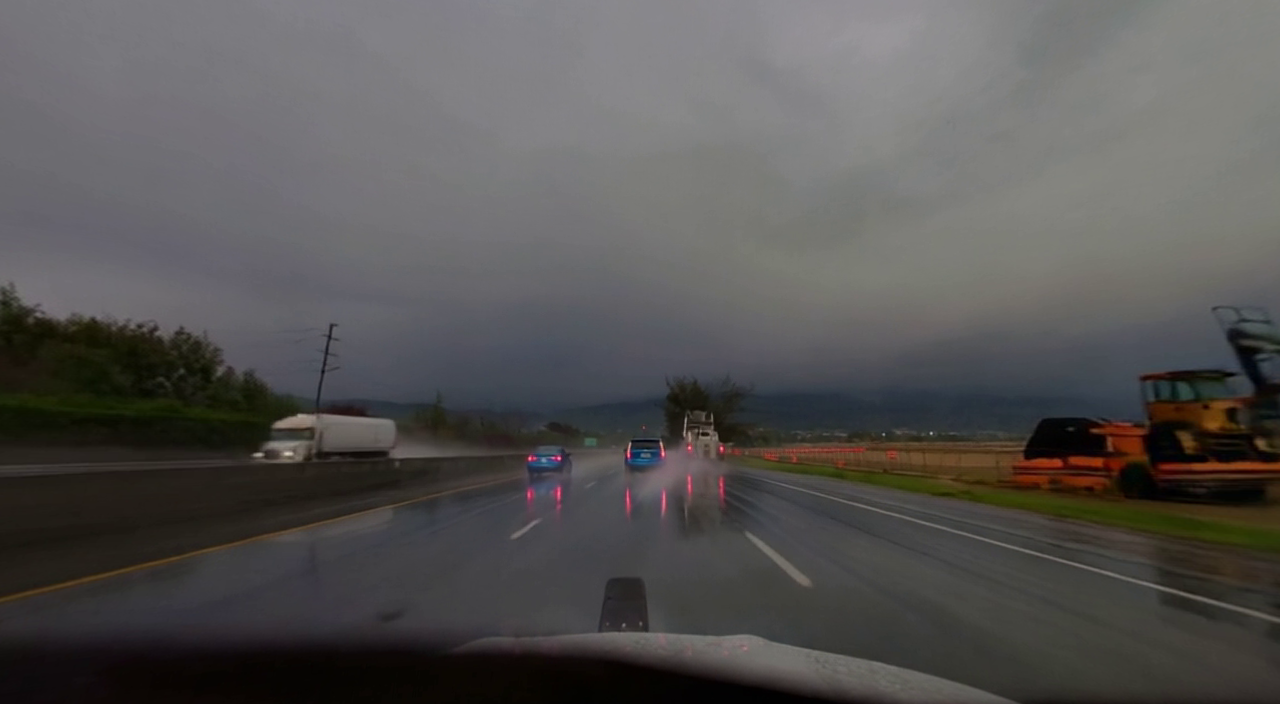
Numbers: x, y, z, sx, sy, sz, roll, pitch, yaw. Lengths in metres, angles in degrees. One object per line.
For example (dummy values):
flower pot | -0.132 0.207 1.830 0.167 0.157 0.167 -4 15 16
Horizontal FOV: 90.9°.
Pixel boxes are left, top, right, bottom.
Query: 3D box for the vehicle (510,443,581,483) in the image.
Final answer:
vehicle | -3.740 4.452 25.732 2.096 1.469 4.319 0 -8 2

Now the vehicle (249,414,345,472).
vehicle | -24.805 6.649 46.041 2.939 3.843 6.931 0 -8 0

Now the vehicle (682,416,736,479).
vehicle | 4.550 6.561 43.621 2.793 3.828 9.580 0 -8 1

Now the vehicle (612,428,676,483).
vehicle | 0.165 4.094 25.206 2.308 1.993 4.631 0 -8 1
